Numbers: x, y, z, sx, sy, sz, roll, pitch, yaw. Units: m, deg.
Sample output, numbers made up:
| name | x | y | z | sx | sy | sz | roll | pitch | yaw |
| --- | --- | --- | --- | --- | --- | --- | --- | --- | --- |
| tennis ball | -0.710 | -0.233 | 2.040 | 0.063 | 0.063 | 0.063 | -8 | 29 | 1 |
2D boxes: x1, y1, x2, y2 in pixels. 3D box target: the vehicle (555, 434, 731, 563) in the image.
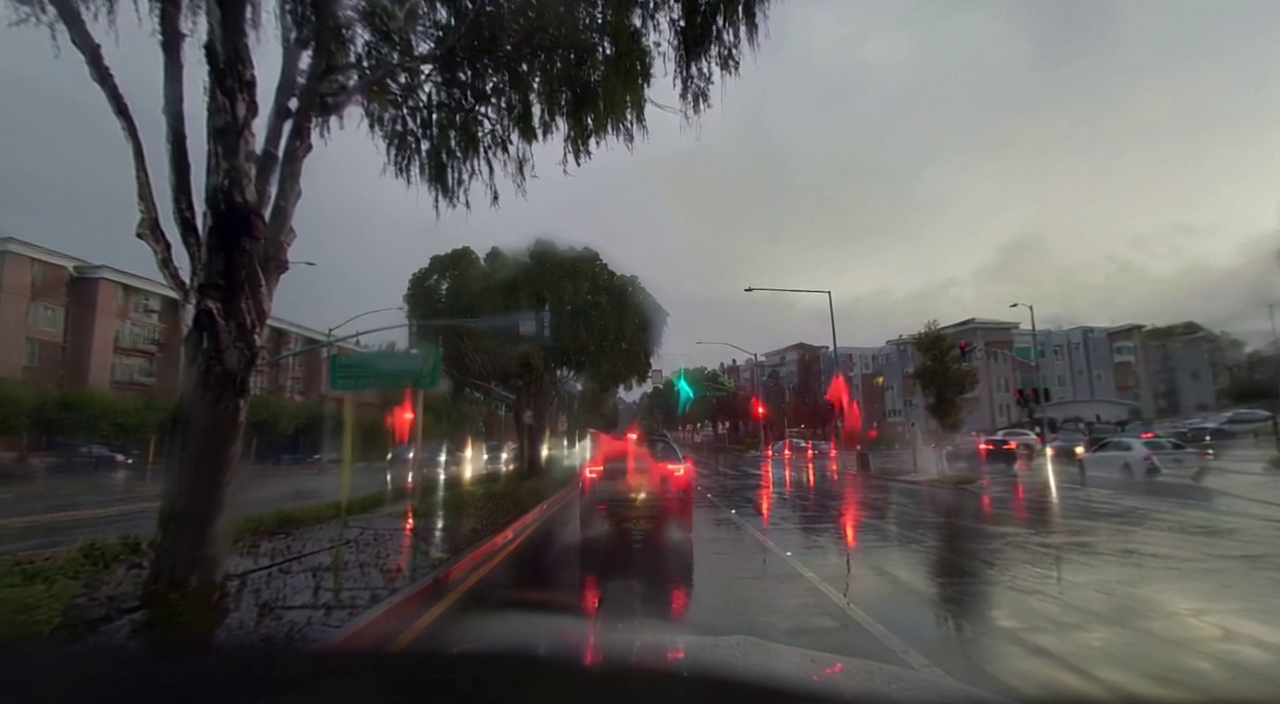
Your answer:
| name | x | y | z | sx | sy | sz | roll | pitch | yaw |
| --- | --- | --- | --- | --- | --- | --- | --- | --- | --- |
| vehicle | -0.072 | 1.988 | 9.311 | 2.010 | 1.447 | 4.121 | 0 | -9 | -3 |

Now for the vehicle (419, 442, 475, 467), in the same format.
| name | x | y | z | sx | sy | sz | roll | pitch | yaw |
| --- | --- | --- | --- | --- | --- | --- | --- | --- | --- |
| vehicle | -12.219 | 6.522 | 40.058 | 2.125 | 1.495 | 4.308 | 0 | -9 | 1 |

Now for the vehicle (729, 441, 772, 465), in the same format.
| name | x | y | z | sx | sy | sz | roll | pitch | yaw |
| --- | --- | --- | --- | --- | --- | --- | --- | --- | --- |
| vehicle | 6.993 | 6.448 | 40.336 | 1.932 | 1.439 | 4.159 | 0 | -9 | -1 |

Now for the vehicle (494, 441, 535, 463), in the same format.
| name | x | y | z | sx | sy | sz | roll | pitch | yaw |
| --- | --- | --- | --- | --- | --- | --- | --- | --- | --- |
| vehicle | -8.817 | 7.045 | 44.505 | 1.994 | 1.474 | 4.411 | 0 | -9 | 0 |

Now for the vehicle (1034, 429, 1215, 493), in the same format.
| name | x | y | z | sx | sy | sz | roll | pitch | yaw |
| --- | --- | --- | --- | --- | --- | --- | --- | --- | --- |
| vehicle | 13.074 | 2.962 | 17.370 | 1.859 | 1.525 | 3.948 | 0 | -9 | 1 |

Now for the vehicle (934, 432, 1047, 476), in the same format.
| name | x | y | z | sx | sy | sz | roll | pitch | yaw |
| --- | --- | --- | --- | --- | --- | --- | --- | --- | --- |
| vehicle | 13.076 | 3.823 | 23.808 | 1.887 | 1.504 | 3.898 | 0 | -9 | -2 |

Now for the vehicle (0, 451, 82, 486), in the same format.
| name | x | y | z | sx | sy | sz | roll | pitch | yaw |
| --- | --- | --- | --- | --- | --- | --- | --- | --- | --- |
| vehicle | -27.356 | 5.069 | 27.564 | 1.773 | 1.438 | 4.268 | 0 | -9 | 2 |
